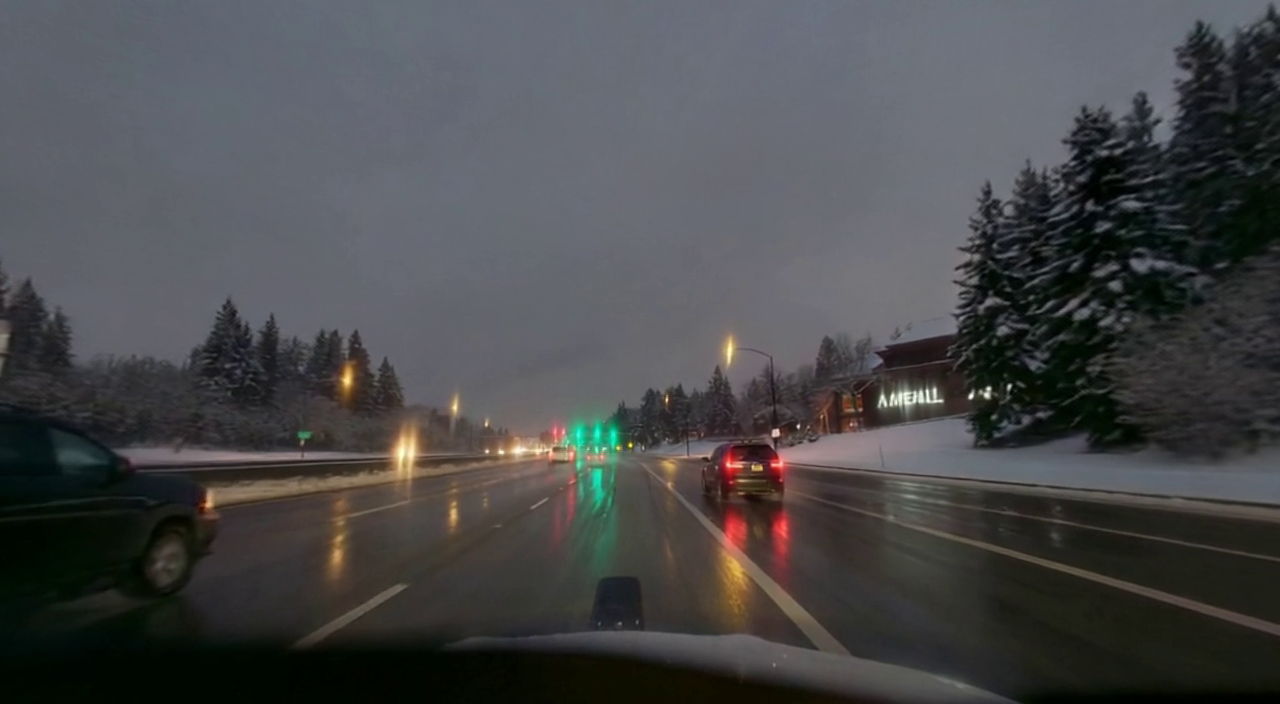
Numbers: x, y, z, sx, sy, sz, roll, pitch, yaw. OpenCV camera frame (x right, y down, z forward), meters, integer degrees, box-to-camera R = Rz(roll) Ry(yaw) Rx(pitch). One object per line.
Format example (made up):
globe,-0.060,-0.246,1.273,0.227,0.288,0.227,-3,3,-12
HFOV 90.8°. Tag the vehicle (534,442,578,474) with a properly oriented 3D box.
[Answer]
vehicle,-5.047,6.446,38.763,2.160,1.794,4.646,0,-9,-1

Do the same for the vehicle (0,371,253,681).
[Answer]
vehicle,-4.803,1.001,3.595,2.176,1.779,4.755,0,-9,0

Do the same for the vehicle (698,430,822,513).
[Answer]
vehicle,2.666,2.784,15.158,1.997,1.686,4.247,0,-9,-2
